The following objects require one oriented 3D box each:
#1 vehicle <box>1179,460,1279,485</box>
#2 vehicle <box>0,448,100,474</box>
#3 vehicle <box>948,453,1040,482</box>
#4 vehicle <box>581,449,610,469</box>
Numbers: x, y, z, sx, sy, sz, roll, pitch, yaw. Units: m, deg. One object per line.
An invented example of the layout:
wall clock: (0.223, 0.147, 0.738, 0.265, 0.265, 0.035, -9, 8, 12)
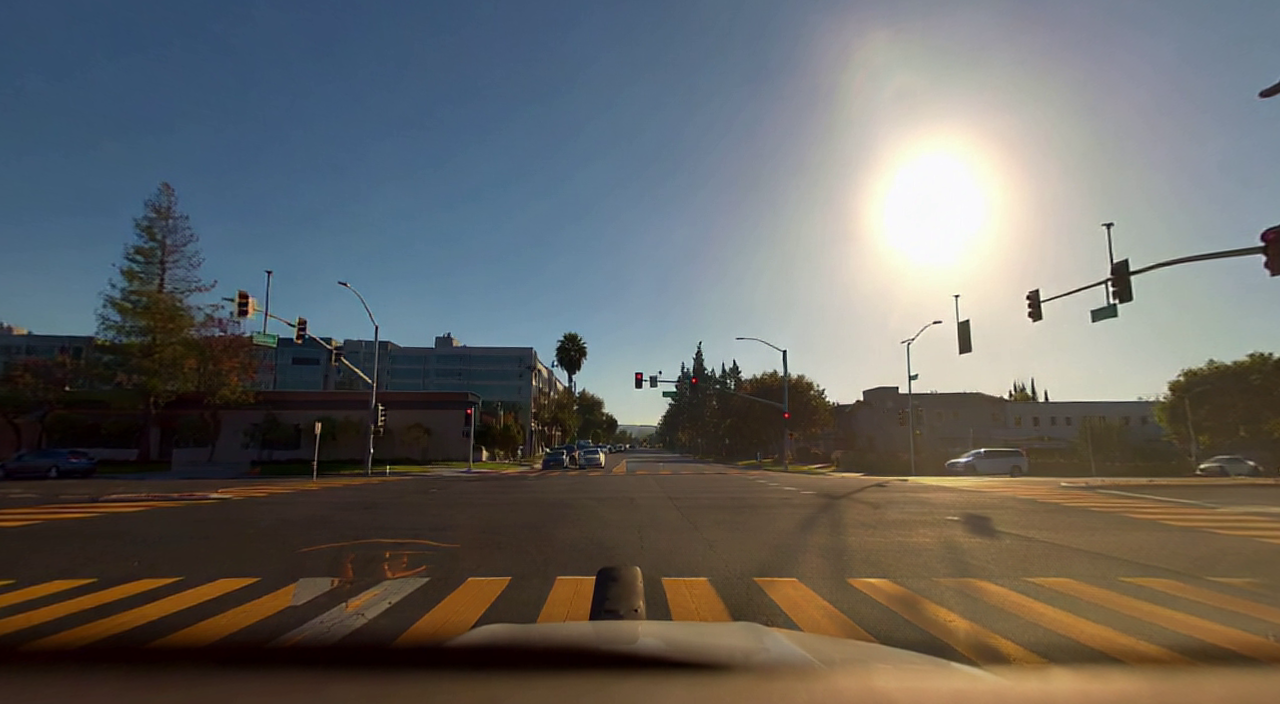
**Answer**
vehicle: (36.201, 7.314, 38.305, 4.976, 1.428, 1.929, 0, -8, -2)
vehicle: (-35.147, 6.415, 37.181, 4.741, 1.447, 1.807, 0, -9, 0)
vehicle: (21.088, 6.877, 37.592, 4.447, 1.623, 1.801, 0, -9, -3)
vehicle: (-3.459, 8.354, 49.205, 1.908, 1.441, 4.142, 0, -8, 1)
